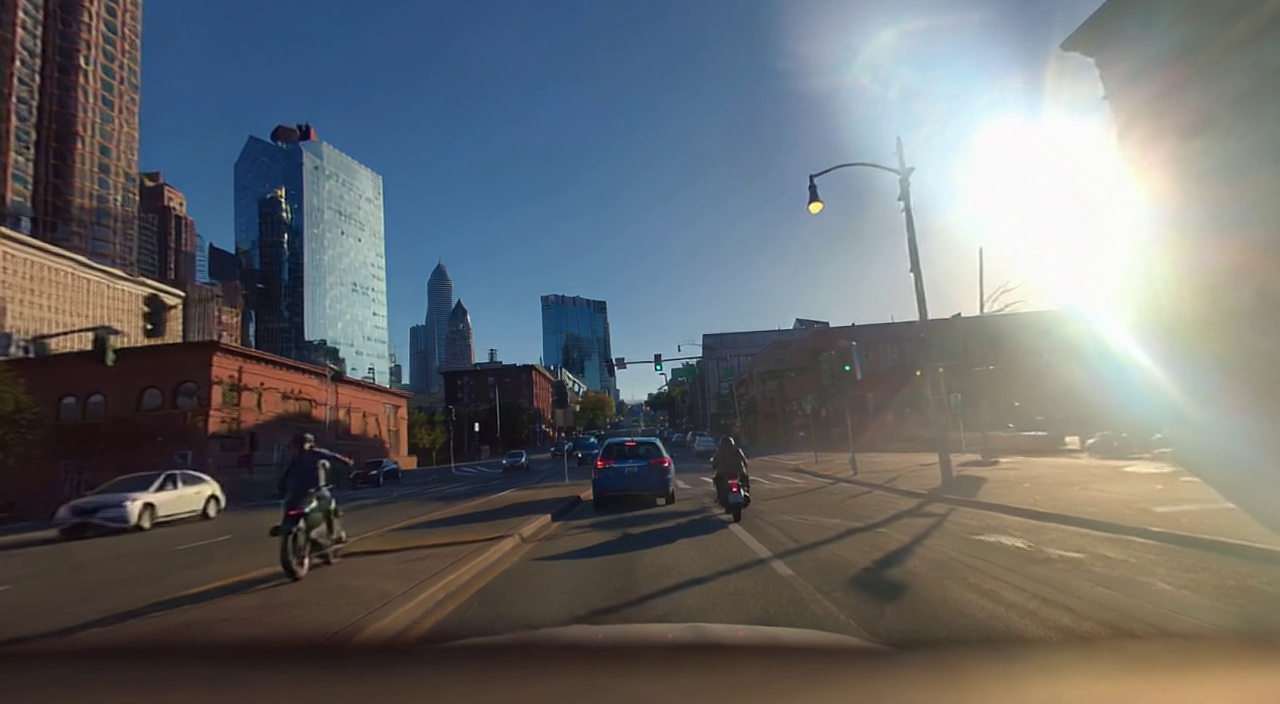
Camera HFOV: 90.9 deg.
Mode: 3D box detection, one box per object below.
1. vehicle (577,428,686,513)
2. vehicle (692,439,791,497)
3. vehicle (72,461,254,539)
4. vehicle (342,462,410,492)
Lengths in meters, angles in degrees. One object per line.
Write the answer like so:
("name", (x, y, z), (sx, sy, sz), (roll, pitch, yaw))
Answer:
("vehicle", (-0.164, 2.781, 15.252), (2.265, 1.748, 4.130), (0, -9, 1))
("vehicle", (2.873, 3.387, 18.847), (2.101, 1.507, 4.355), (0, -9, -2))
("vehicle", (-13.141, 4.029, 17.810), (1.871, 1.786, 4.386), (0, -9, -4))
("vehicle", (-14.896, 7.052, 35.881), (1.963, 1.492, 4.885), (0, -9, -3))
